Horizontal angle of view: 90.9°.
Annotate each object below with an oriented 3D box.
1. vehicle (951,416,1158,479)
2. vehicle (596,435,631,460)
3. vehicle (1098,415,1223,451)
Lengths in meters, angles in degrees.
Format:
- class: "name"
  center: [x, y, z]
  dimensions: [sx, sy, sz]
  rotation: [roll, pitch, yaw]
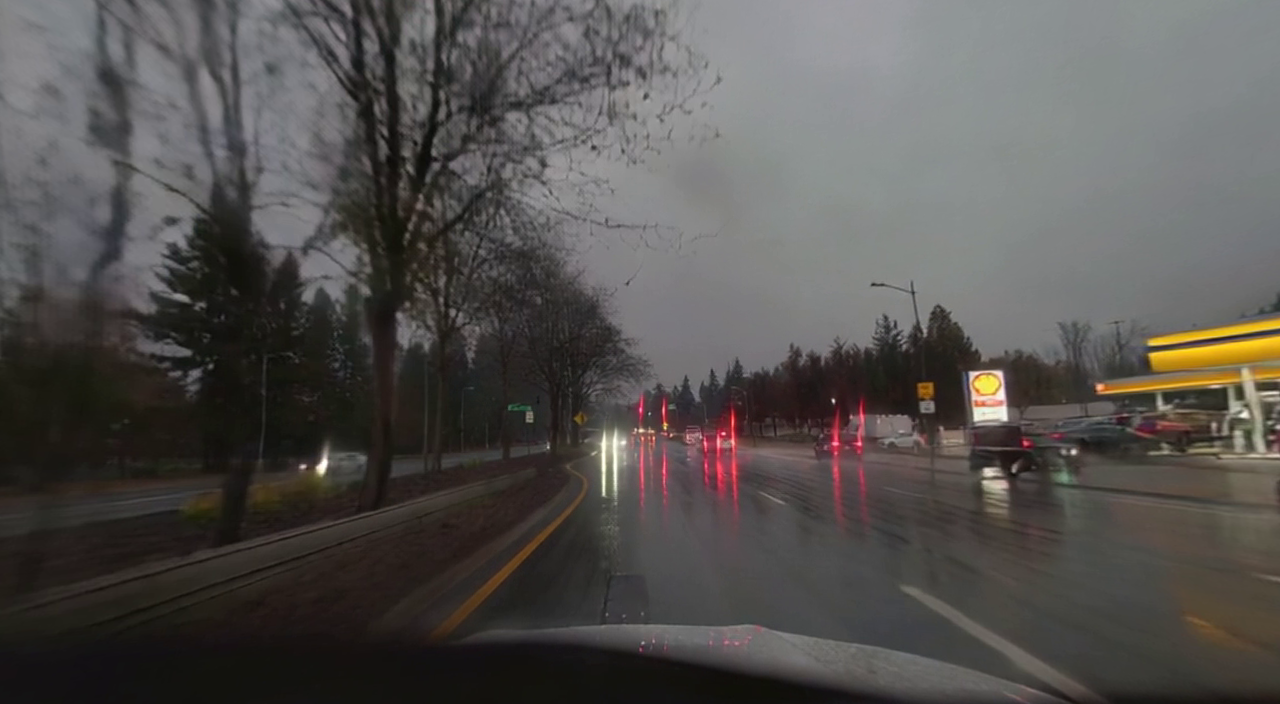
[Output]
- class: "vehicle"
  center: [12.829, 3.022, 19.977]
  dimensions: [4.960, 1.802, 2.068]
  rotation: [-3, -9, 17]
- class: "vehicle"
  center: [-1.687, 6.009, 39.635]
  dimensions: [2.032, 1.461, 4.173]
  rotation: [0, -9, -3]
- class: "vehicle"
  center: [24.704, 3.904, 30.118]
  dimensions: [4.079, 1.632, 1.961]
  rotation: [-4, -9, 22]
